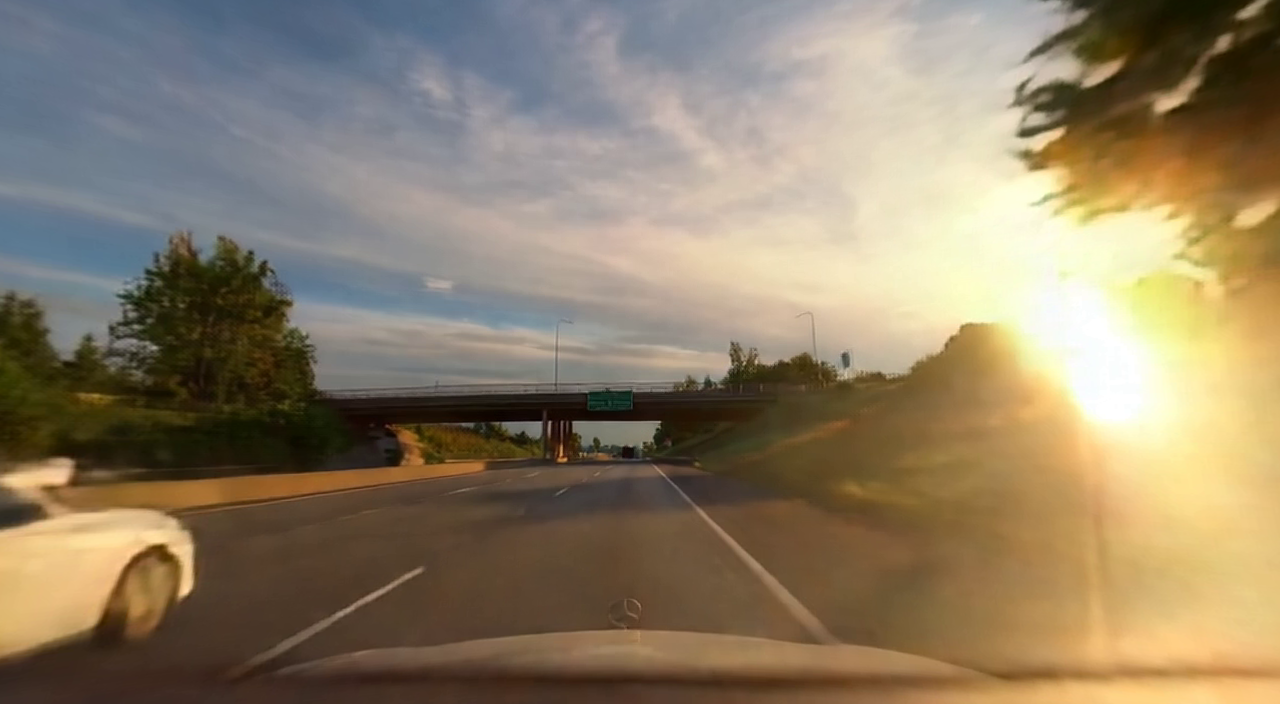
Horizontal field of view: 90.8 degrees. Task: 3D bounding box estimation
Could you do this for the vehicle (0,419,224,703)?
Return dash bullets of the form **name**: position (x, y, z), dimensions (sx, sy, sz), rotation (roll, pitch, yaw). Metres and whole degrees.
- **vehicle**: position (-4.113, 1.013, 2.570), dimensions (1.992, 1.504, 4.117), rotation (0, -9, 0)
